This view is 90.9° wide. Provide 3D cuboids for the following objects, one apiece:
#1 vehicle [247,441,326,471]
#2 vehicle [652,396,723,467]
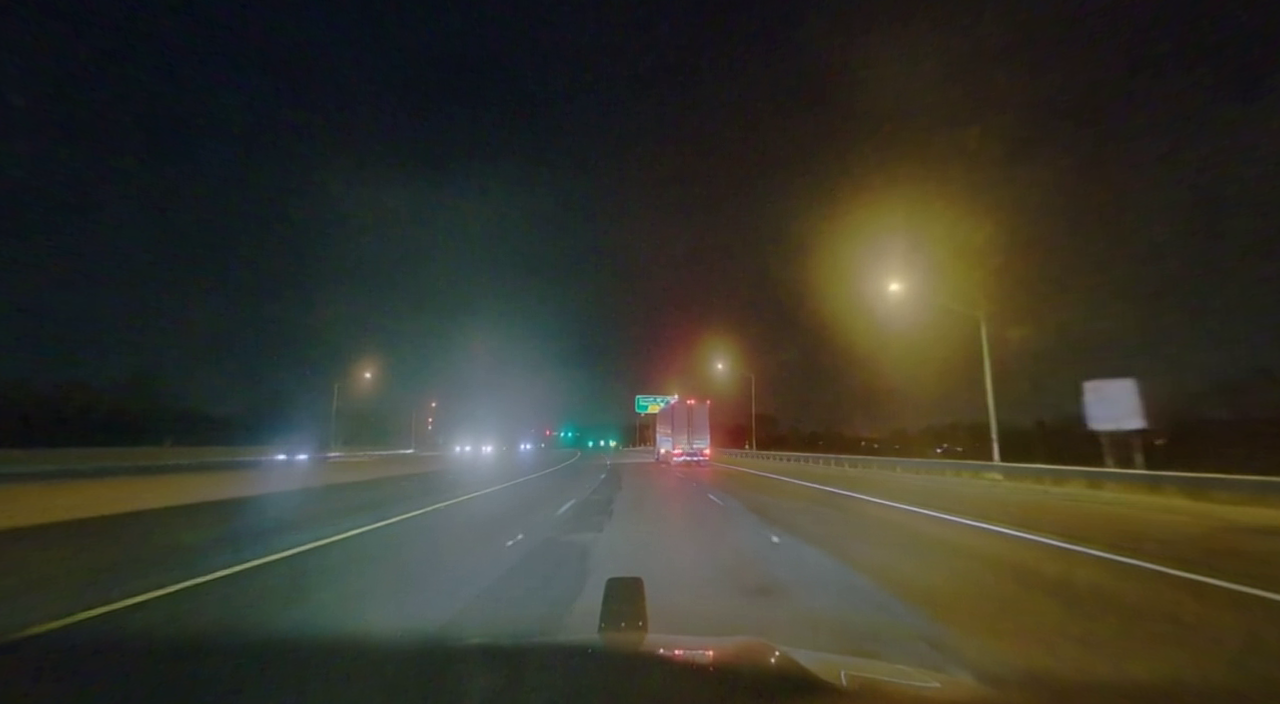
[{"bbox_3d":[-22.060,6.461,39.628,2.226,1.750,4.865,0,-8,-2],"label":"vehicle"},{"bbox_3d":[2.997,5.997,46.624,2.932,4.205,18.253,0,-8,-3],"label":"vehicle"}]
